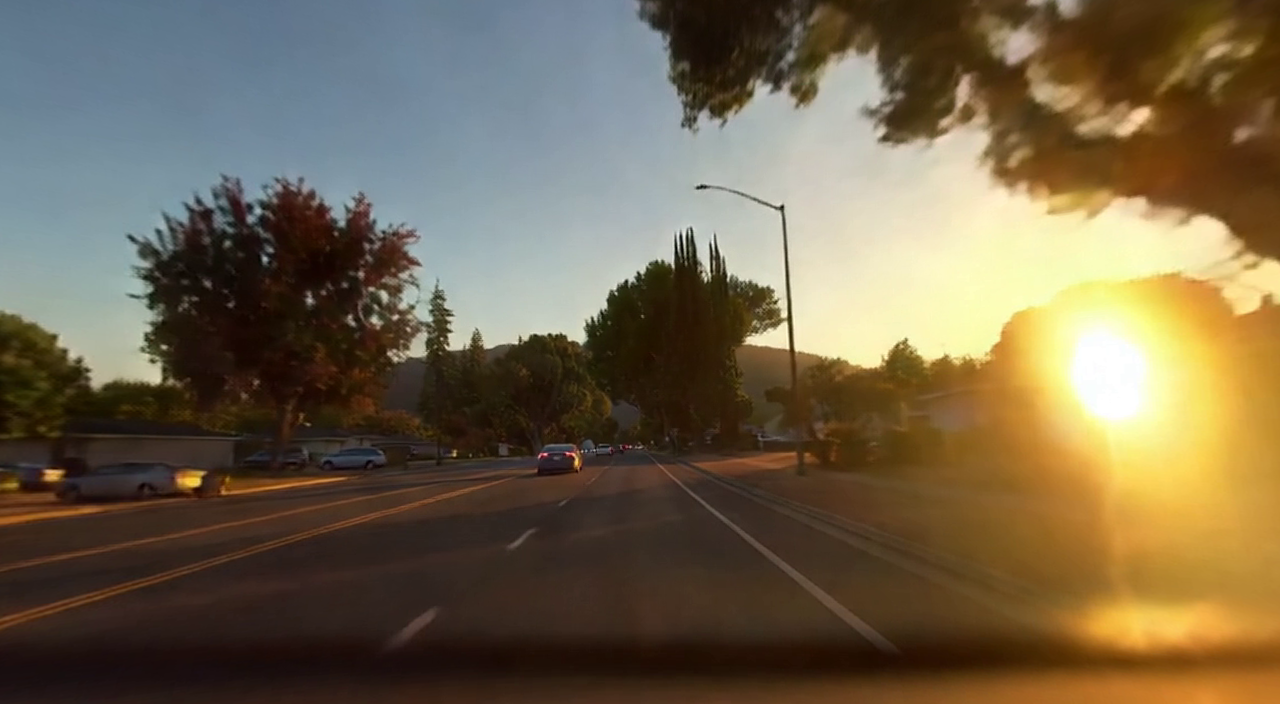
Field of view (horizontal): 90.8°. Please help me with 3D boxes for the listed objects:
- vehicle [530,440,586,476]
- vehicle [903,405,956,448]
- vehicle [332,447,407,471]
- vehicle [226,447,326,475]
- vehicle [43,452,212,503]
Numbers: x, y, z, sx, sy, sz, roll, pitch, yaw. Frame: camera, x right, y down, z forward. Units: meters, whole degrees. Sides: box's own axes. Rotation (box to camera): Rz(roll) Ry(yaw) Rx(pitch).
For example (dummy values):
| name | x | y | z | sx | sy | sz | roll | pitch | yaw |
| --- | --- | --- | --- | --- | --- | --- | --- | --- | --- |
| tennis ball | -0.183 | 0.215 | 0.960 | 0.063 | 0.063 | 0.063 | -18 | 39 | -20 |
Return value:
| name | x | y | z | sx | sy | sz | roll | pitch | yaw |
| --- | --- | --- | --- | --- | --- | --- | --- | --- | --- |
| vehicle | -3.611 | 4.741 | 28.508 | 2.030 | 1.467 | 4.251 | 0 | -8 | -1 |
| vehicle | 17.597 | 4.583 | 38.161 | 2.153 | 2.355 | 5.958 | -5 | -9 | 30 |
| vehicle | -21.079 | 8.330 | 49.356 | 4.866 | 1.749 | 2.158 | 0 | -8 | 2 |
| vehicle | -26.395 | 7.911 | 45.978 | 6.046 | 1.942 | 2.085 | -1 | -8 | 3 |
| vehicle | -19.709 | 4.823 | 24.484 | 4.802 | 1.511 | 1.866 | -2 | -7 | -5 |
